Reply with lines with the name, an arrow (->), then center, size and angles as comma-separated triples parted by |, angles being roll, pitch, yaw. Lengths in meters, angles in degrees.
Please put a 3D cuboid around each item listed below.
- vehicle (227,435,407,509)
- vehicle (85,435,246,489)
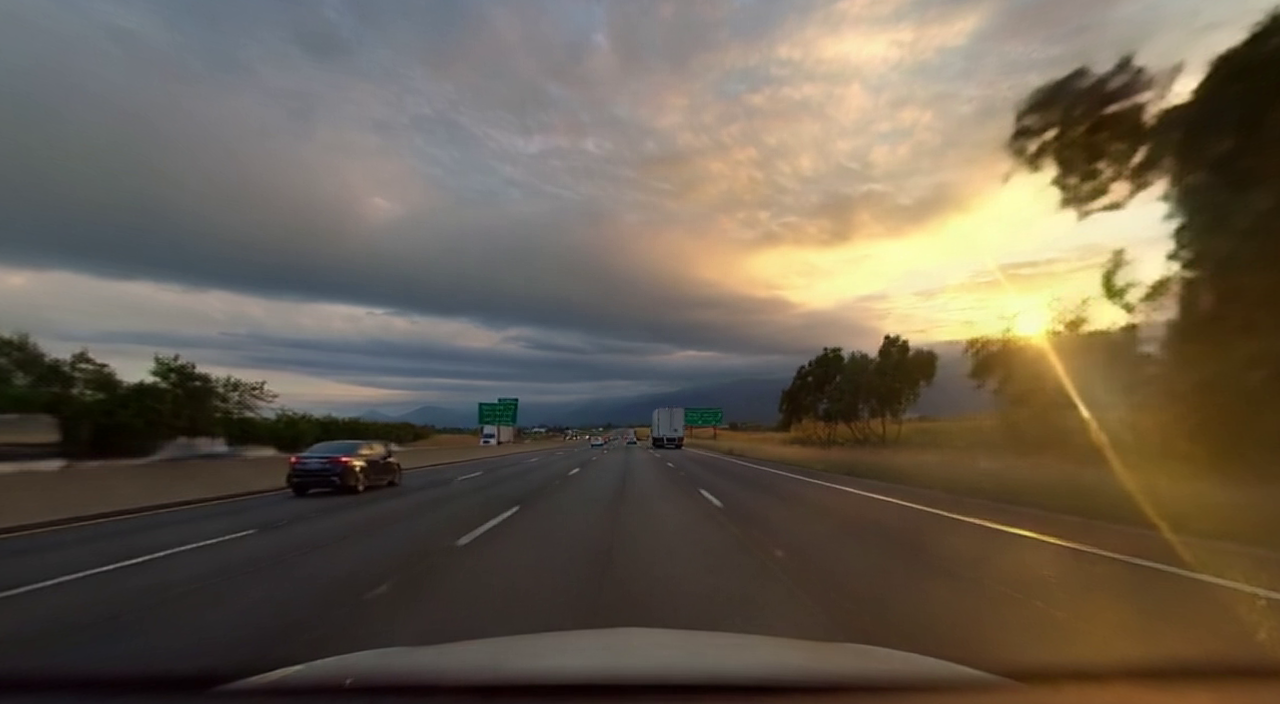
vehicle -> -7.260, 2.685, 14.775 | 2.018, 1.454, 4.290 | 0, -8, -1
vehicle -> -15.898, 3.667, 21.512 | 1.954, 1.599, 4.597 | 0, -8, -1
